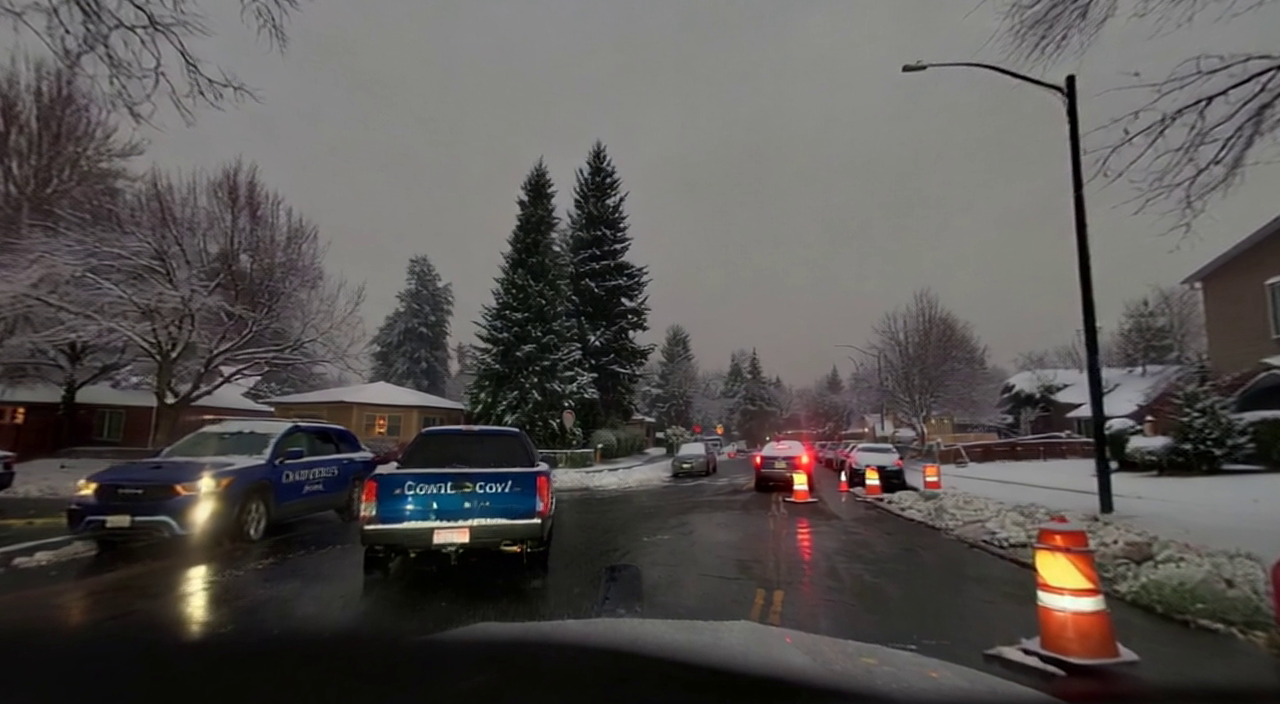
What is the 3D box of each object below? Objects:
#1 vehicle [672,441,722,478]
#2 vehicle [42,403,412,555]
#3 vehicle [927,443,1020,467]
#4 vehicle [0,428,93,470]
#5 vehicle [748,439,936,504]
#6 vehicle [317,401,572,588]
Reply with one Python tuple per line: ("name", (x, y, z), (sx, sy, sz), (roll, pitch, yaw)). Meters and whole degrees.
("vehicle", (3.047, 5.591, 33.123), (2.014, 1.742, 4.297), (-2, -9, 13))
("vehicle", (-6.195, 1.974, 10.572), (2.471, 1.892, 4.952), (-1, -9, 6))
("vehicle", (22.207, 6.846, 42.247), (5.066, 1.534, 1.905), (-1, -9, 9))
("vehicle", (-29.907, 4.755, 31.023), (1.908, 1.898, 4.120), (-2, -9, 11))
("vehicle", (5.659, 3.288, 17.885), (4.656, 1.577, 2.099), (2, -8, -18))
("vehicle", (-2.300, 1.668, 8.235), (2.350, 1.748, 4.094), (2, -9, -12))
